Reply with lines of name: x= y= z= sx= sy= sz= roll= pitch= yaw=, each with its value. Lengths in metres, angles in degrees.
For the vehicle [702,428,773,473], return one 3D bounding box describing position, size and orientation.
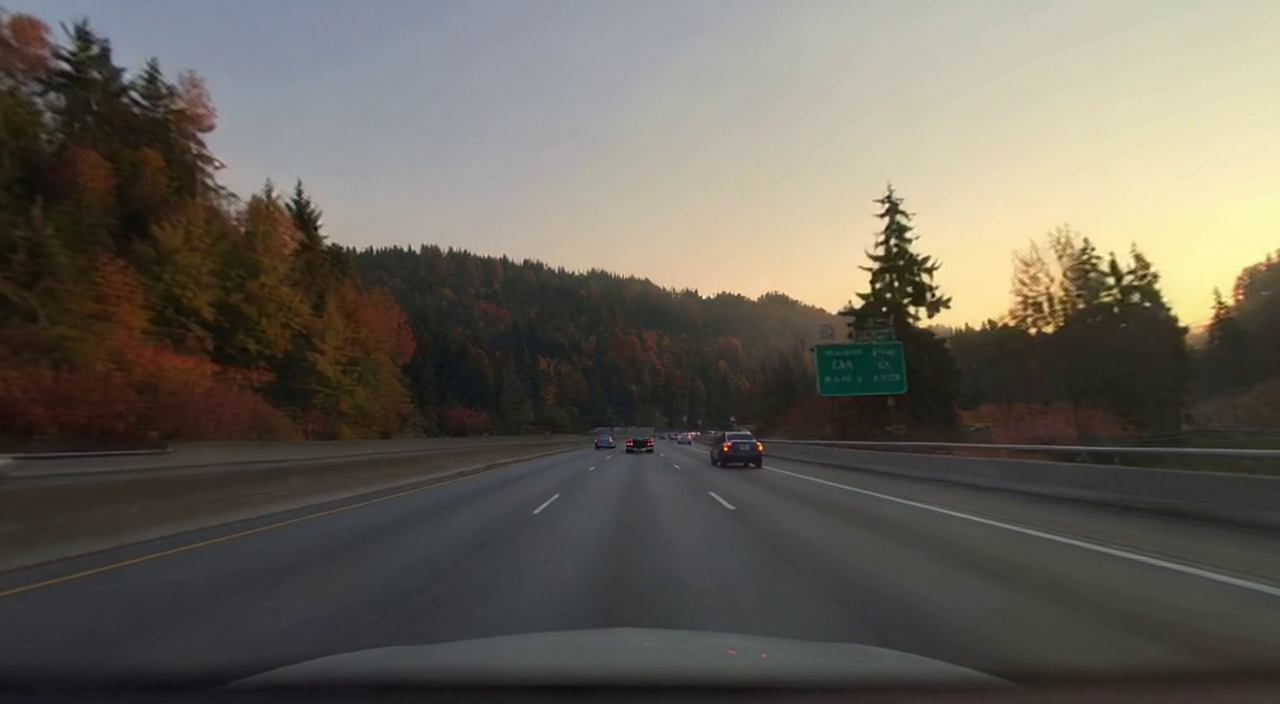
vehicle: x=3.517 y=3.615 z=23.332 sx=1.882 sy=1.492 sz=3.958 roll=0 pitch=-8 yaw=-2
